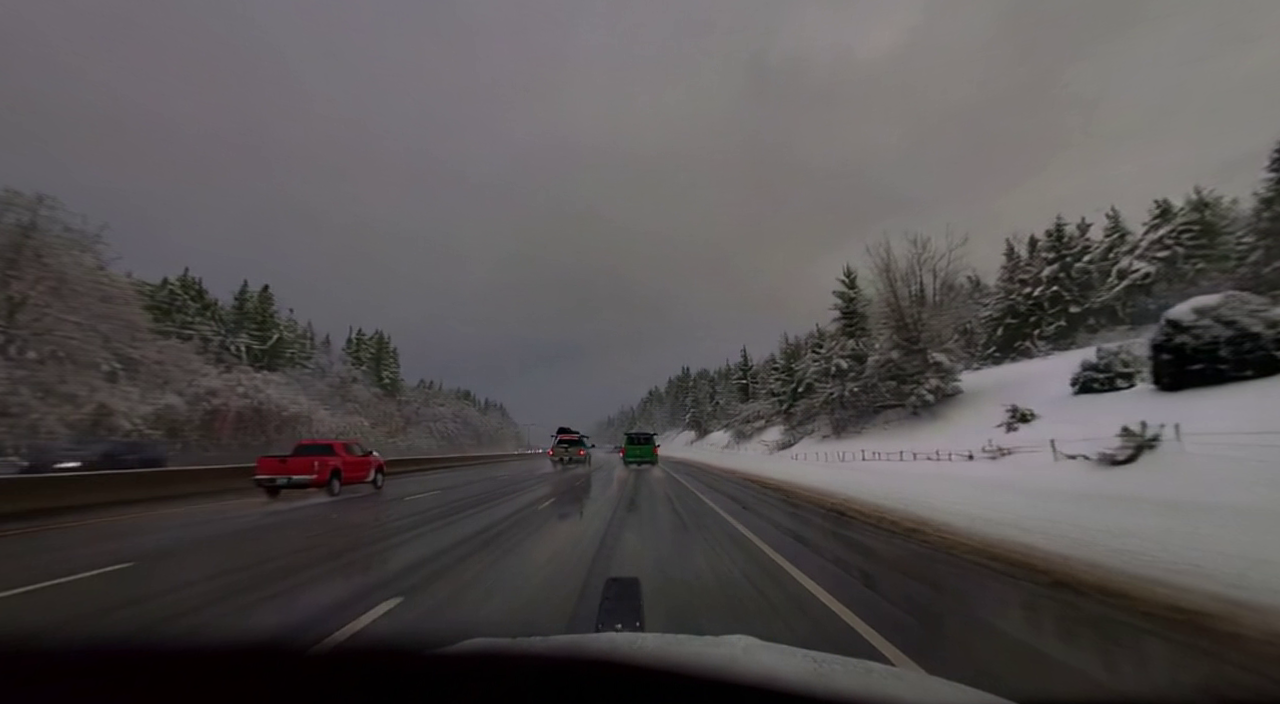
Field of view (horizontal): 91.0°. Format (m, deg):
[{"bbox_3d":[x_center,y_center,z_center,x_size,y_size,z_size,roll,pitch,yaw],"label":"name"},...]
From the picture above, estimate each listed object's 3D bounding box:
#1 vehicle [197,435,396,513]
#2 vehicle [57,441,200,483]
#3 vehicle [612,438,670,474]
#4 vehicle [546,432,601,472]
[{"bbox_3d":[-7.788,2.786,14.907,2.149,1.526,4.361,0,-9,1],"label":"vehicle"},{"bbox_3d":[-21.773,4.692,27.144,2.029,1.630,4.827,0,-9,1],"label":"vehicle"},{"bbox_3d":[0.098,5.265,32.205,2.715,1.669,5.163,0,-9,1],"label":"vehicle"},{"bbox_3d":[-3.472,5.380,33.966,2.250,1.947,4.860,0,-9,2],"label":"vehicle"}]
